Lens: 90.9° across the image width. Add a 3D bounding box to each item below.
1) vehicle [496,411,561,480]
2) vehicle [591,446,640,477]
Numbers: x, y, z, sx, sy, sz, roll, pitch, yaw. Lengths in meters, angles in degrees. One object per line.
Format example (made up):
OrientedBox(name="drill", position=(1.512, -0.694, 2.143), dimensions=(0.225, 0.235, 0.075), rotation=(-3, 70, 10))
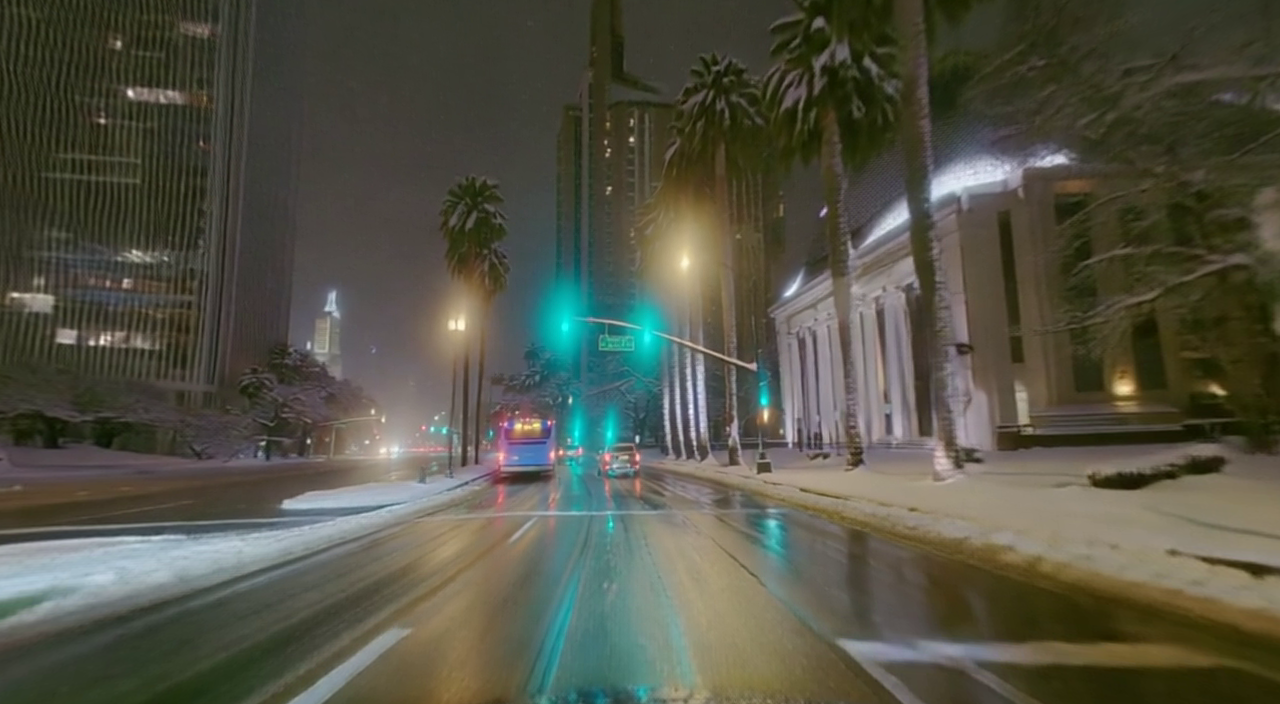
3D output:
OrientedBox(name="vehicle", position=(-5.501, 4.808, 32.397), dimensions=(2.678, 3.042, 8.474), rotation=(1, -8, -6))
OrientedBox(name="vehicle", position=(-1.328, 5.546, 32.283), dimensions=(2.107, 1.481, 4.097), rotation=(1, -9, -7))
